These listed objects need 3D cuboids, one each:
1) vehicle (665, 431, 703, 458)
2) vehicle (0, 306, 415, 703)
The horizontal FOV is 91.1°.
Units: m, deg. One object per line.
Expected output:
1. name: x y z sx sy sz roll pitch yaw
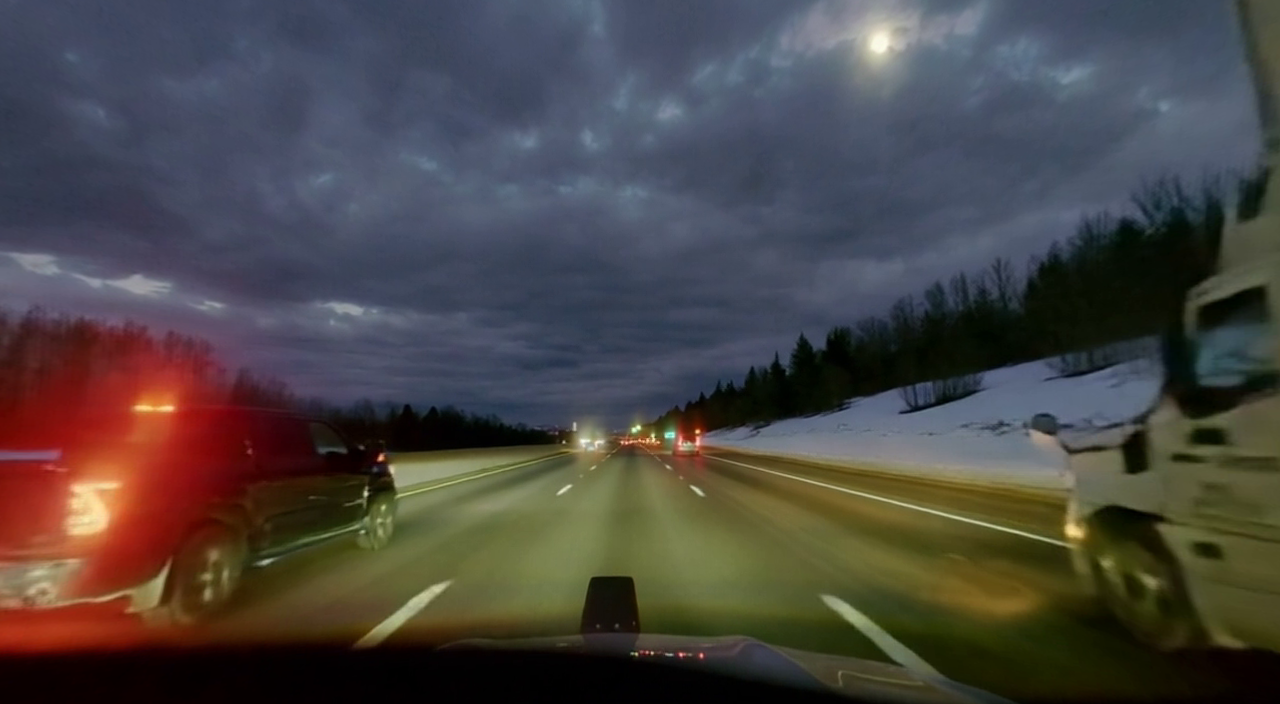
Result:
1. vehicle: 2.976 6.368 43.417 2.124 1.696 4.173 0 -8 -2
2. vehicle: -3.558 1.004 4.509 2.185 1.772 4.656 0 -8 0
